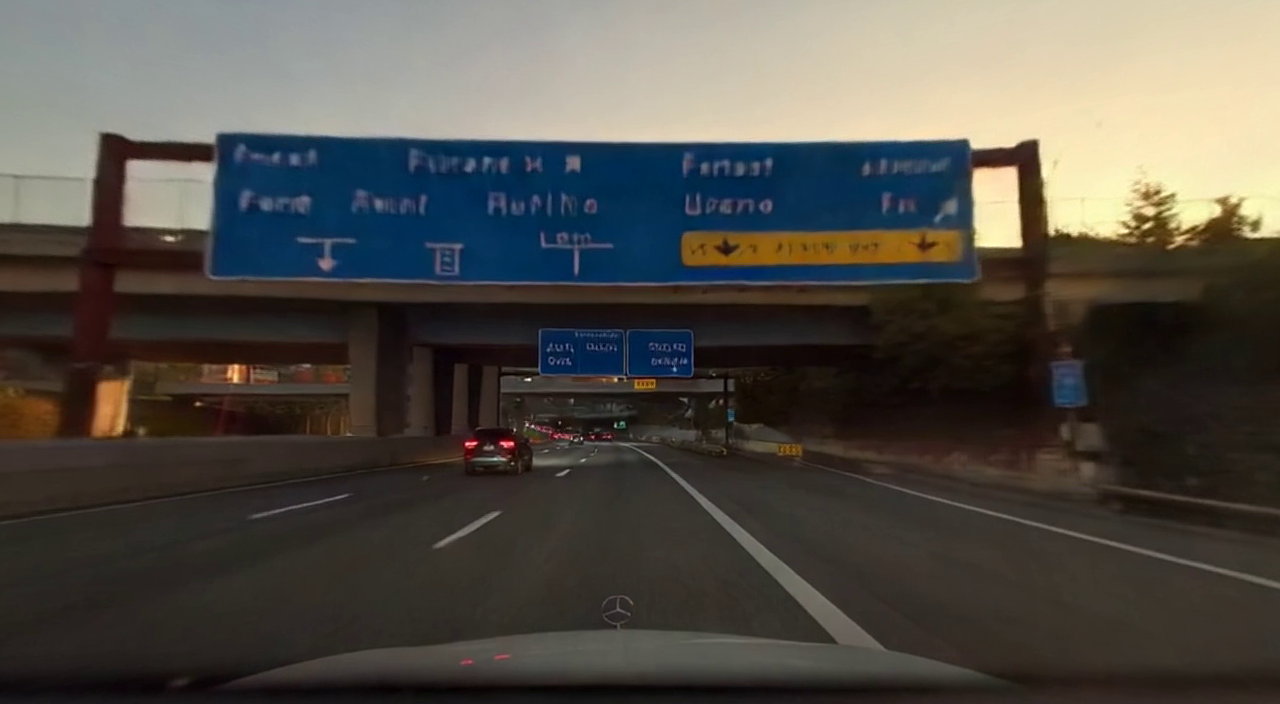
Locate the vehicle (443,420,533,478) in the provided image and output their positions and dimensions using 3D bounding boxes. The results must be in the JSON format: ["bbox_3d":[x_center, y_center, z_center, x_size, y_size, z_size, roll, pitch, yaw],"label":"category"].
[{"bbox_3d":[-4.898,3.170,20.887,2.007,1.727,4.040,0,-8,0],"label":"vehicle"}]
